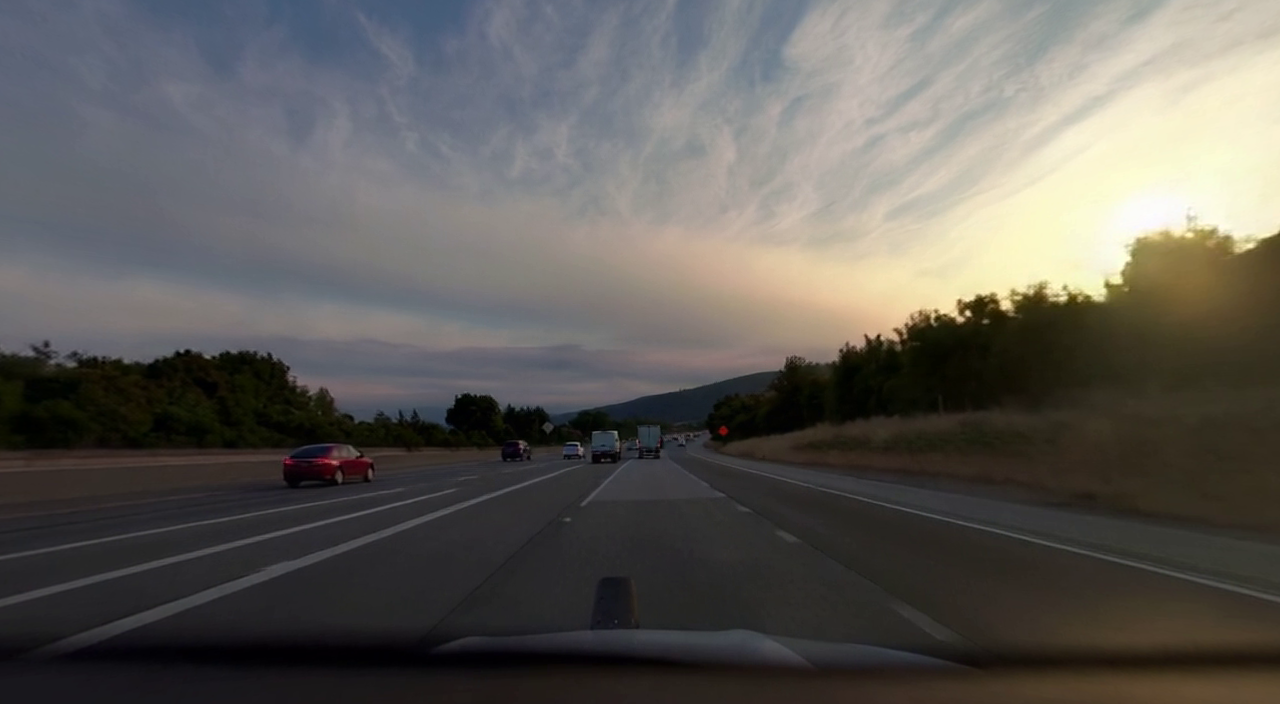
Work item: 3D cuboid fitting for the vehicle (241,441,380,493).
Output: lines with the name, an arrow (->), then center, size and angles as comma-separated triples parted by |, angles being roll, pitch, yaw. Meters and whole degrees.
vehicle -> -10.309, 3.617, 20.267 | 1.952, 1.457, 4.689 | 0, -8, 0

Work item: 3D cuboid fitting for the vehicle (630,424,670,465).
vehicle -> 0.775, 7.019, 48.197 | 2.768, 2.854, 6.757 | 1, -8, 1

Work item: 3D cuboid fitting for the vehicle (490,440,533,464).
vehicle -> -10.006, 7.814, 49.660 | 2.080, 1.777, 5.450 | 0, -8, 2

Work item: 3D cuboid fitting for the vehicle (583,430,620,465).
vehicle -> -2.840, 7.280, 48.274 | 2.328, 2.519, 5.238 | 0, -8, 2
